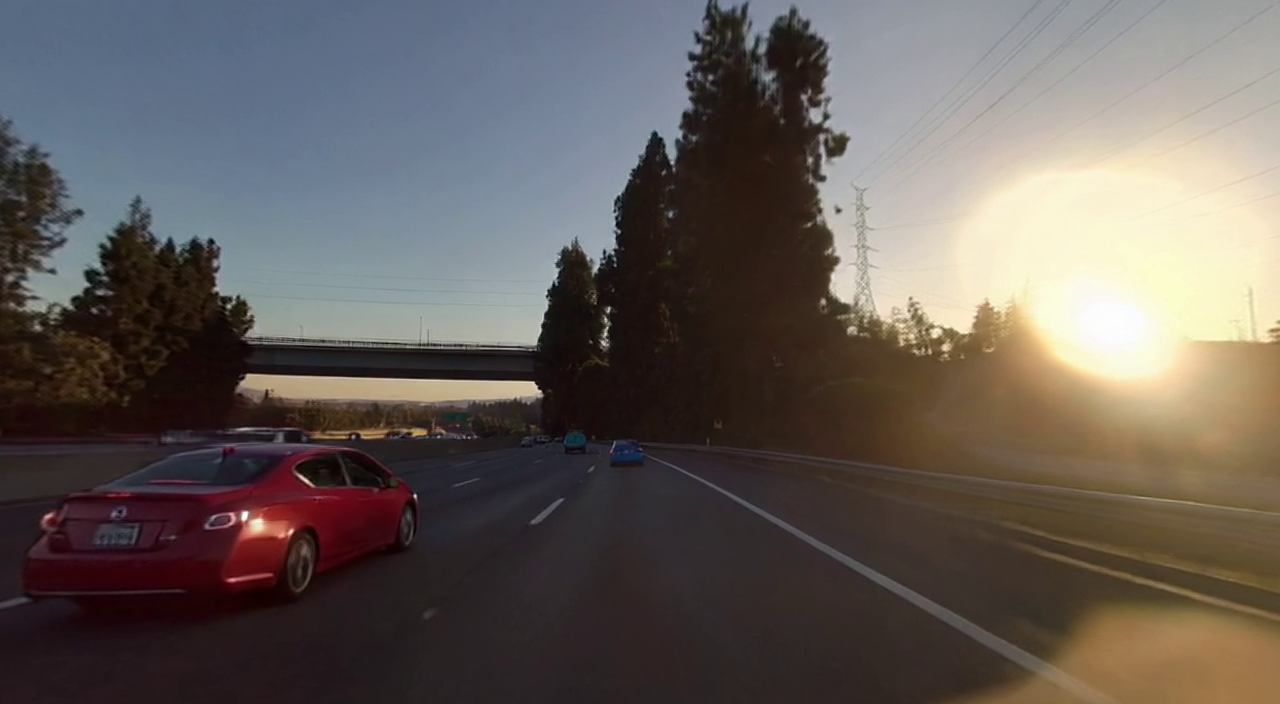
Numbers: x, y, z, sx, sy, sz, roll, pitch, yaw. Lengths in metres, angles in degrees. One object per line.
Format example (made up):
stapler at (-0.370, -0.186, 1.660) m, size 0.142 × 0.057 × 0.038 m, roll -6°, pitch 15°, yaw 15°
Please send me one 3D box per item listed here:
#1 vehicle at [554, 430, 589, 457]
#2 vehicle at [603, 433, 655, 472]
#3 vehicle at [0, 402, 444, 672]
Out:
vehicle at (-4.829, 6.534, 44.771) m, size 2.174 × 1.806 × 3.932 m, roll 0°, pitch -8°, yaw -2°
vehicle at (-0.488, 4.118, 25.968) m, size 1.954 × 1.460 × 3.983 m, roll 0°, pitch -8°, yaw -2°
vehicle at (-3.610, 1.362, 5.901) m, size 2.035 × 1.514 × 4.600 m, roll 0°, pitch -8°, yaw 0°
